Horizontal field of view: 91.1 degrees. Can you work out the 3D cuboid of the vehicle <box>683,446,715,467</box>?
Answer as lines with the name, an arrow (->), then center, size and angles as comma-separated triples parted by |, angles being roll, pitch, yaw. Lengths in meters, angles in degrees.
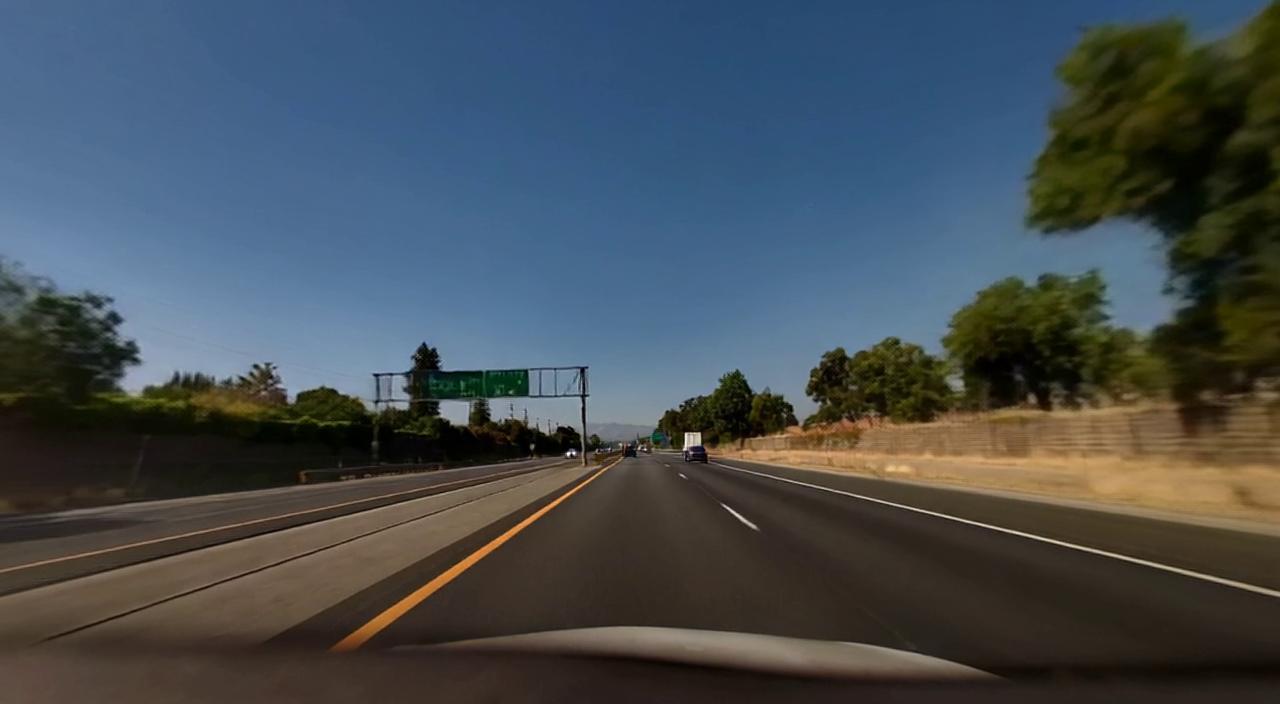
vehicle -> 4.178, 7.461, 45.118 | 1.923, 1.408, 3.835 | 0, -9, -1
